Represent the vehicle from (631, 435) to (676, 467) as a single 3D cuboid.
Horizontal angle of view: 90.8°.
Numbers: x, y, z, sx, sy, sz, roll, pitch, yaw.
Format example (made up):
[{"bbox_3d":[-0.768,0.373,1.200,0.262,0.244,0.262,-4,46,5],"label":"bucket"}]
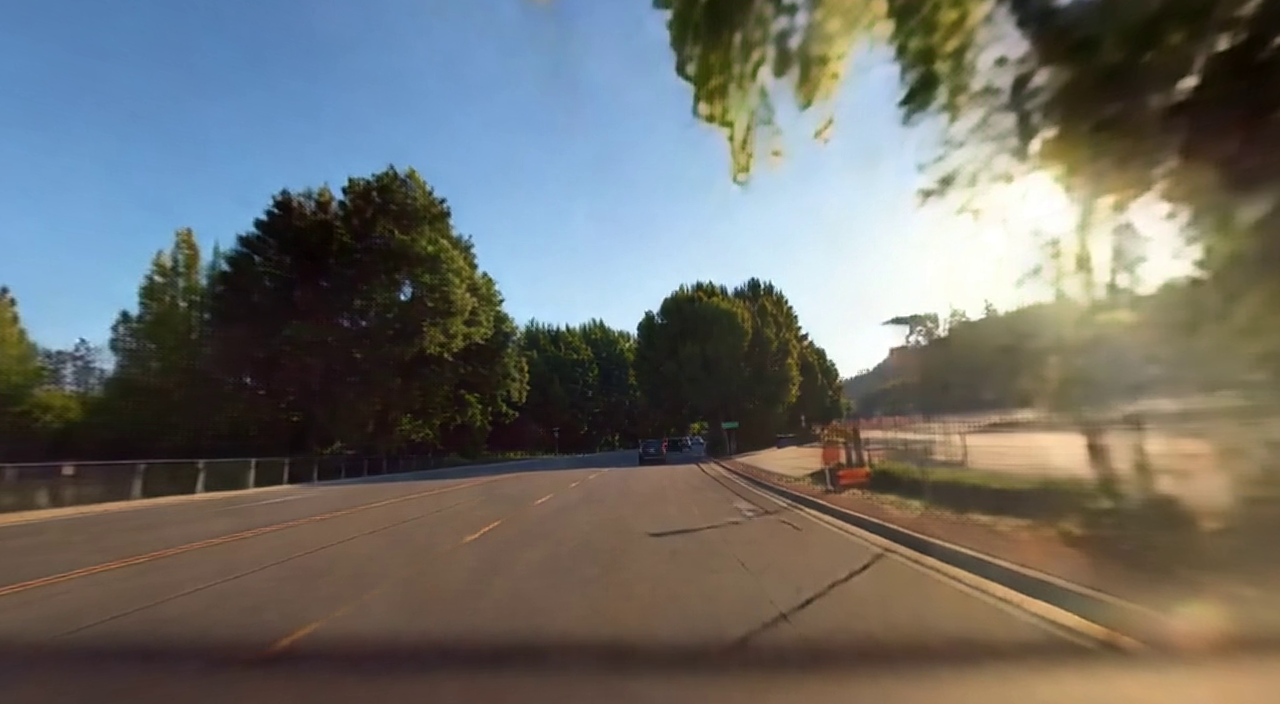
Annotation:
[{"bbox_3d":[0.816,5.592,35.712,2.294,1.708,4.110,-1,-9,4],"label":"vehicle"}]
